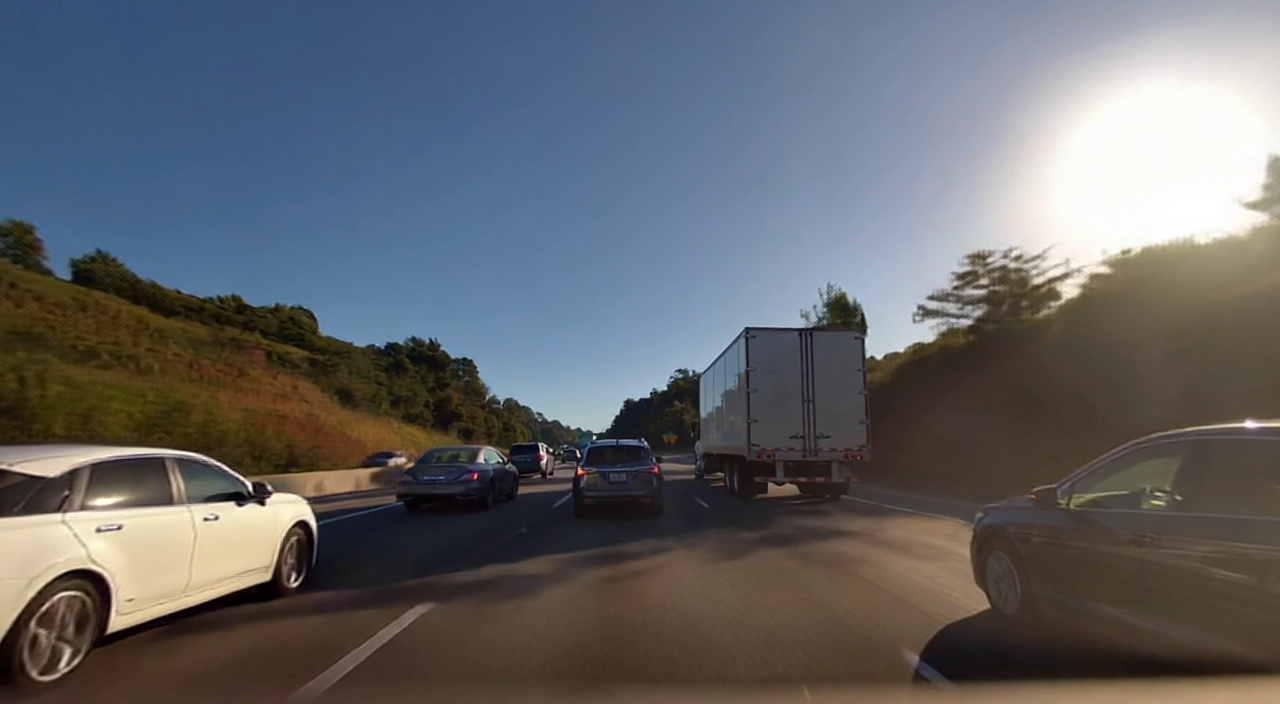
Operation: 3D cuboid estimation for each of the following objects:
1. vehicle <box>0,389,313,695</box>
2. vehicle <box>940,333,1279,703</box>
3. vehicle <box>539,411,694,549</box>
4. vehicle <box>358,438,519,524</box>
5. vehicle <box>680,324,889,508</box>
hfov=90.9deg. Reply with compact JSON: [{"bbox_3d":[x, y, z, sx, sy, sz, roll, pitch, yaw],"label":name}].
[{"bbox_3d":[-4.317,1.202,4.561,1.789,1.620,3.841,0,-9,0],"label":"vehicle"},{"bbox_3d":[3.645,0.884,3.059,2.076,1.751,4.666,0,-9,1],"label":"vehicle"},{"bbox_3d":[-0.315,2.012,10.466,2.037,1.792,4.194,0,-9,0],"label":"vehicle"},{"bbox_3d":[-3.983,2.621,13.330,1.923,1.503,4.293,0,-9,1],"label":"vehicle"},{"bbox_3d":[3.673,2.584,21.796,3.186,4.111,15.553,0,-9,-1],"label":"vehicle"}]
